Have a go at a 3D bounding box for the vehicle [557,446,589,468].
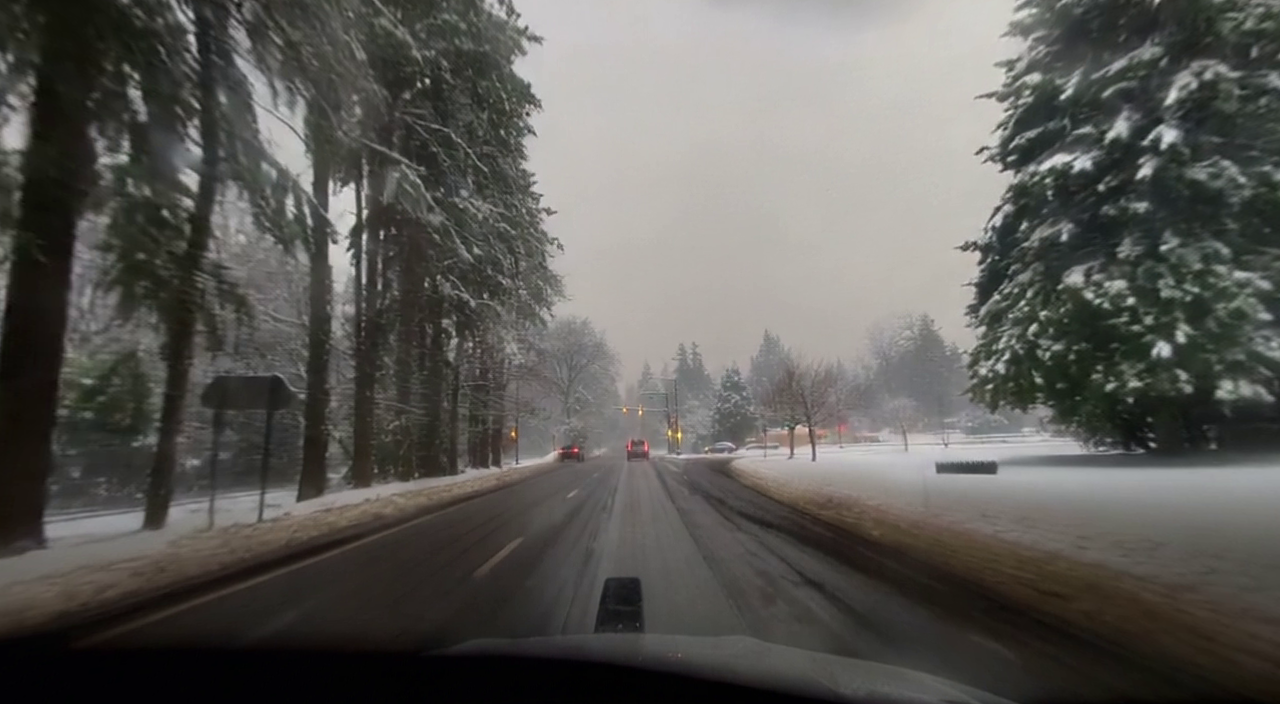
[{"bbox_3d":[-4.482,7.064,42.603,1.674,1.408,4.141,0,-8,1],"label":"vehicle"}]
